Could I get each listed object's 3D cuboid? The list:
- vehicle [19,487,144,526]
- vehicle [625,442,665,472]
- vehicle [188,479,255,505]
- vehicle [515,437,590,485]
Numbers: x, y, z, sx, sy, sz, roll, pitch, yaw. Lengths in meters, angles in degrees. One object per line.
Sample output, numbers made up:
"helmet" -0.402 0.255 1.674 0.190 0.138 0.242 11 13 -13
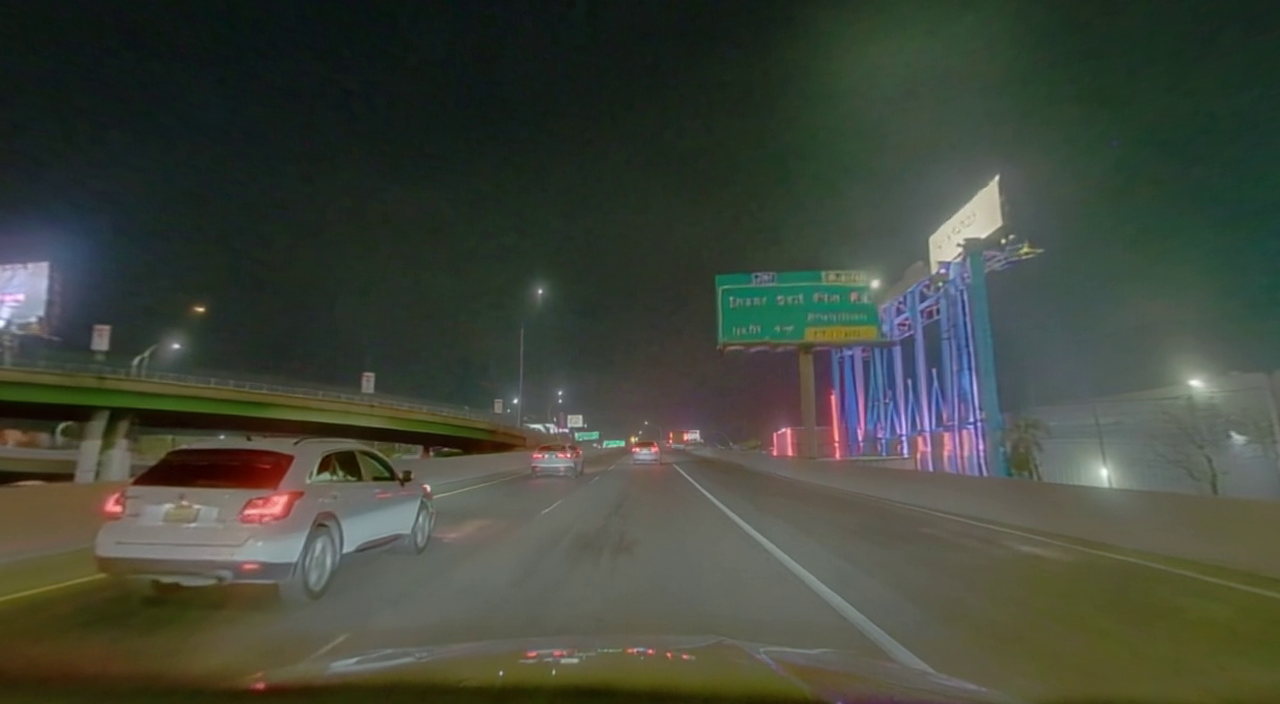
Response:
"vehicle" -28.323 7.840 32.227 2.125 1.513 4.588 0 -8 1
"vehicle" 0.252 5.280 31.953 1.877 1.386 3.872 0 -8 0
"vehicle" -31.783 10.625 48.097 2.059 1.636 4.402 0 -8 0
"vehicle" -3.130 4.003 23.397 2.064 1.589 4.213 0 -8 2
